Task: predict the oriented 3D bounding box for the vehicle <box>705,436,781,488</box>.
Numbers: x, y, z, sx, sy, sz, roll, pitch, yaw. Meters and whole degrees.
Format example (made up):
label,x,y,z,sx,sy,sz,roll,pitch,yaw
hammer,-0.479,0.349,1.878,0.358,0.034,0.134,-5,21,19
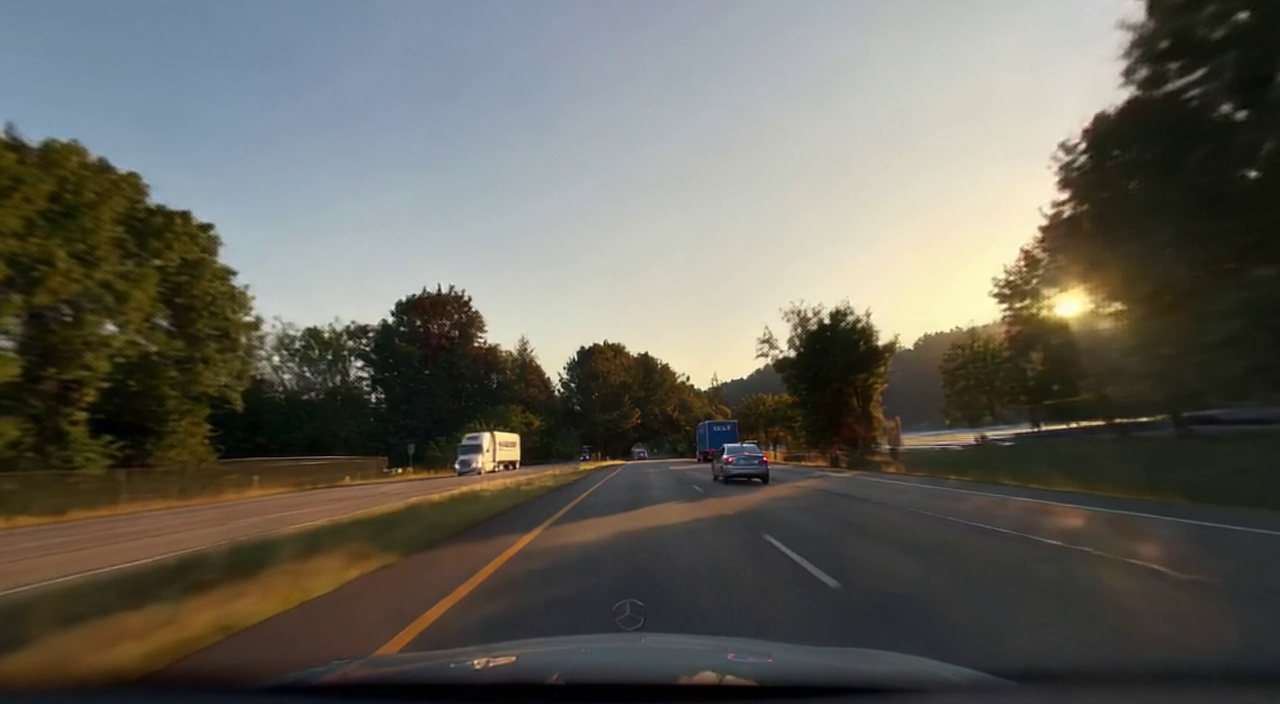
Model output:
label,x,y,z,sx,sy,sz,roll,pitch,yaw
vehicle,3.762,4.115,23.787,2.093,1.742,4.167,0,-9,-1
